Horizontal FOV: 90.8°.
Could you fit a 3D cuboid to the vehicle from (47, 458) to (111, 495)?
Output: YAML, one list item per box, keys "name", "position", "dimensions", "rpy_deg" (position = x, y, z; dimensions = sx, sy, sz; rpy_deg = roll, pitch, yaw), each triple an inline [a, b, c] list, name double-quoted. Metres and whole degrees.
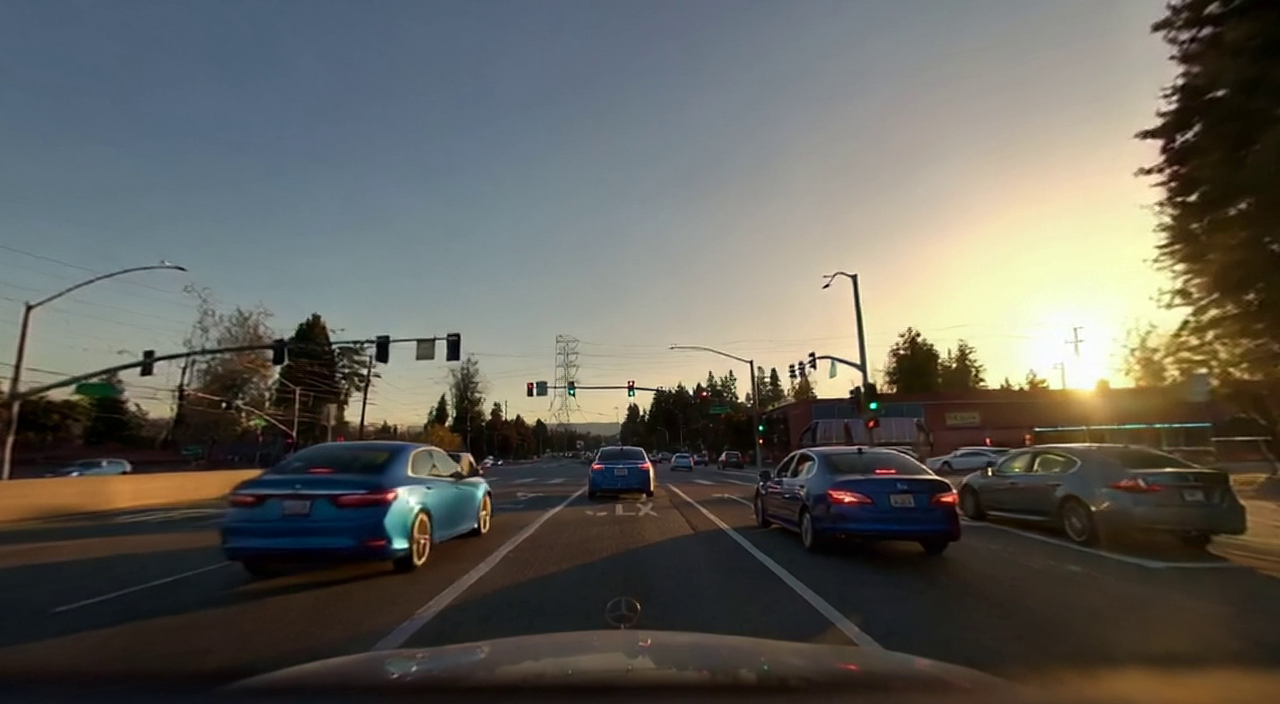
- name: "vehicle"
  position: [-29.840, 6.585, 33.727]
  dimensions: [2.004, 1.689, 4.585]
  rpy_deg: [6, -10, -36]

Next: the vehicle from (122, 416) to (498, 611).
- name: "vehicle"
  position: [-3.240, 1.670, 7.501]
  dimensions: [2.073, 1.606, 4.364]
  rpy_deg: [0, -8, 0]

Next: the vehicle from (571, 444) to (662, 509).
- name: "vehicle"
  position: [-0.536, 3.157, 16.519]
  dimensions: [2.065, 1.464, 4.216]
  rpy_deg: [0, -8, 0]

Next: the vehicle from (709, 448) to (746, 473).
- name: "vehicle"
  position: [6.776, 8.427, 49.413]
  dimensions: [2.113, 1.789, 4.622]
  rpy_deg: [0, -8, -2]

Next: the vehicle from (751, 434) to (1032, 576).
- name: "vehicle"
  position: [3.086, 1.963, 9.023]
  dimensions: [2.053, 1.490, 4.464]
  rpy_deg: [0, -8, -2]

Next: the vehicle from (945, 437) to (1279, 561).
- name: "vehicle"
  position: [6.873, 2.086, 9.794]
  dimensions: [2.004, 1.455, 4.417]
  rpy_deg: [0, -8, -1]
